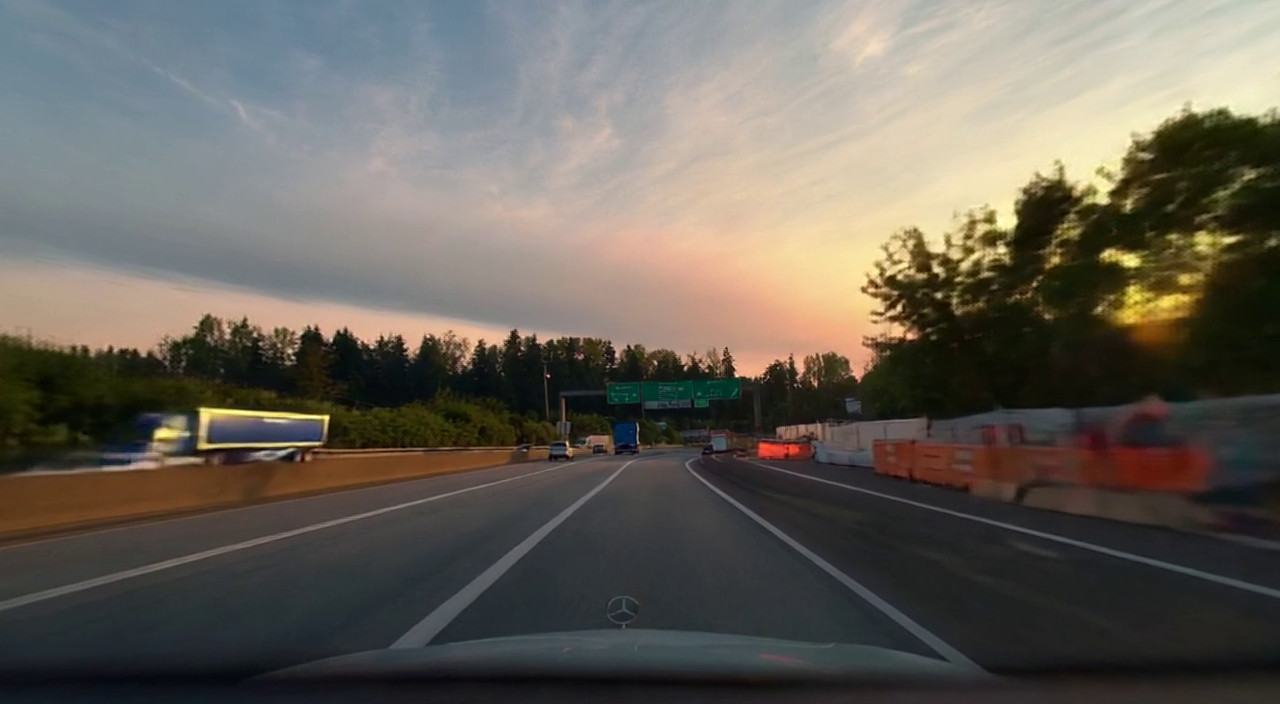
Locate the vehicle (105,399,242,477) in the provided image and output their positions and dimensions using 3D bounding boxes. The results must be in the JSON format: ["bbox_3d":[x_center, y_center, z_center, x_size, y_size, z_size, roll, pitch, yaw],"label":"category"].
[{"bbox_3d":[-26.490,4.999,36.216,2.955,4.035,5.980,-1,-9,2],"label":"vehicle"}]
